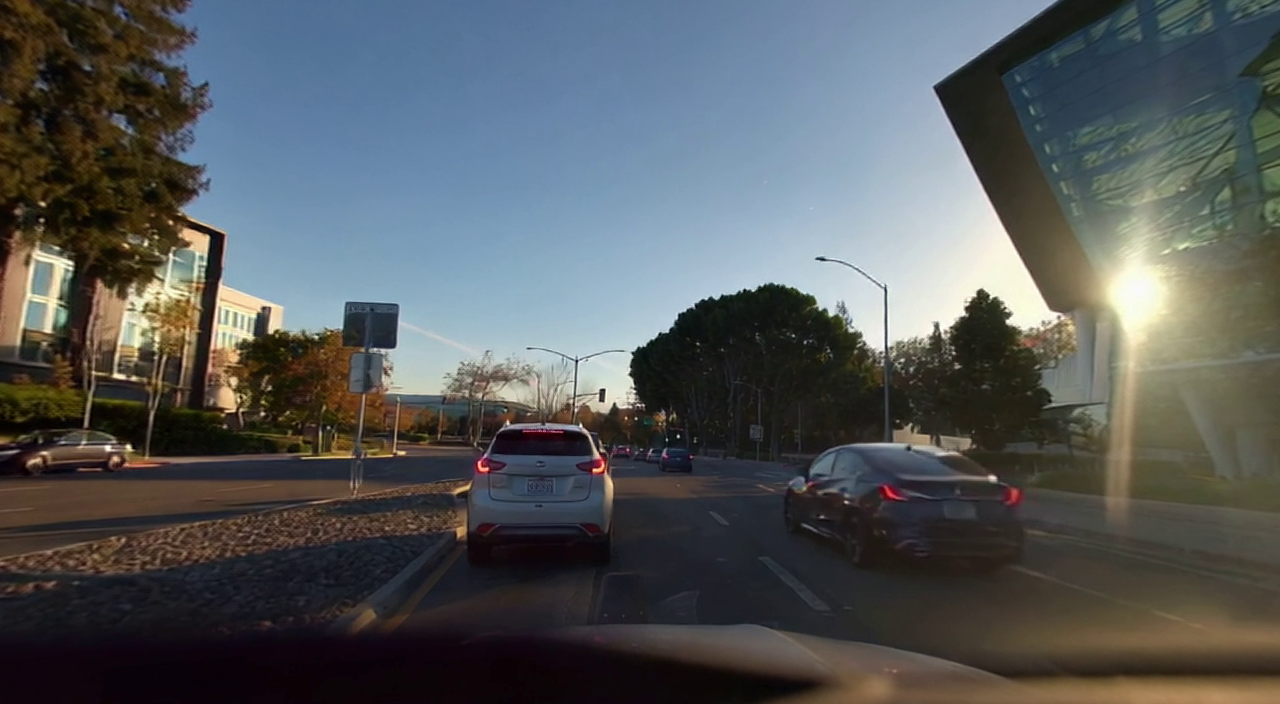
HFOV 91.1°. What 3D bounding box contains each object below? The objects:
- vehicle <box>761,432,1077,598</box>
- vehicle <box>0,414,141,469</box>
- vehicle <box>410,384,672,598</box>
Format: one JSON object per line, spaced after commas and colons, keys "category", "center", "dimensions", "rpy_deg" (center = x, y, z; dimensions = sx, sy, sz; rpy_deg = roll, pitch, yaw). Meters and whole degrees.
{"category": "vehicle", "center": [3.440, 2.069, 9.058], "dimensions": [2.205, 1.537, 4.895], "rpy_deg": [5, -9, -1]}
{"category": "vehicle", "center": [-19.011, 2.905, 20.238], "dimensions": [1.911, 1.542, 4.748], "rpy_deg": [0, -8, 0]}
{"category": "vehicle", "center": [-1.218, 1.569, 8.029], "dimensions": [2.275, 1.819, 4.883], "rpy_deg": [1, -9, -9]}
